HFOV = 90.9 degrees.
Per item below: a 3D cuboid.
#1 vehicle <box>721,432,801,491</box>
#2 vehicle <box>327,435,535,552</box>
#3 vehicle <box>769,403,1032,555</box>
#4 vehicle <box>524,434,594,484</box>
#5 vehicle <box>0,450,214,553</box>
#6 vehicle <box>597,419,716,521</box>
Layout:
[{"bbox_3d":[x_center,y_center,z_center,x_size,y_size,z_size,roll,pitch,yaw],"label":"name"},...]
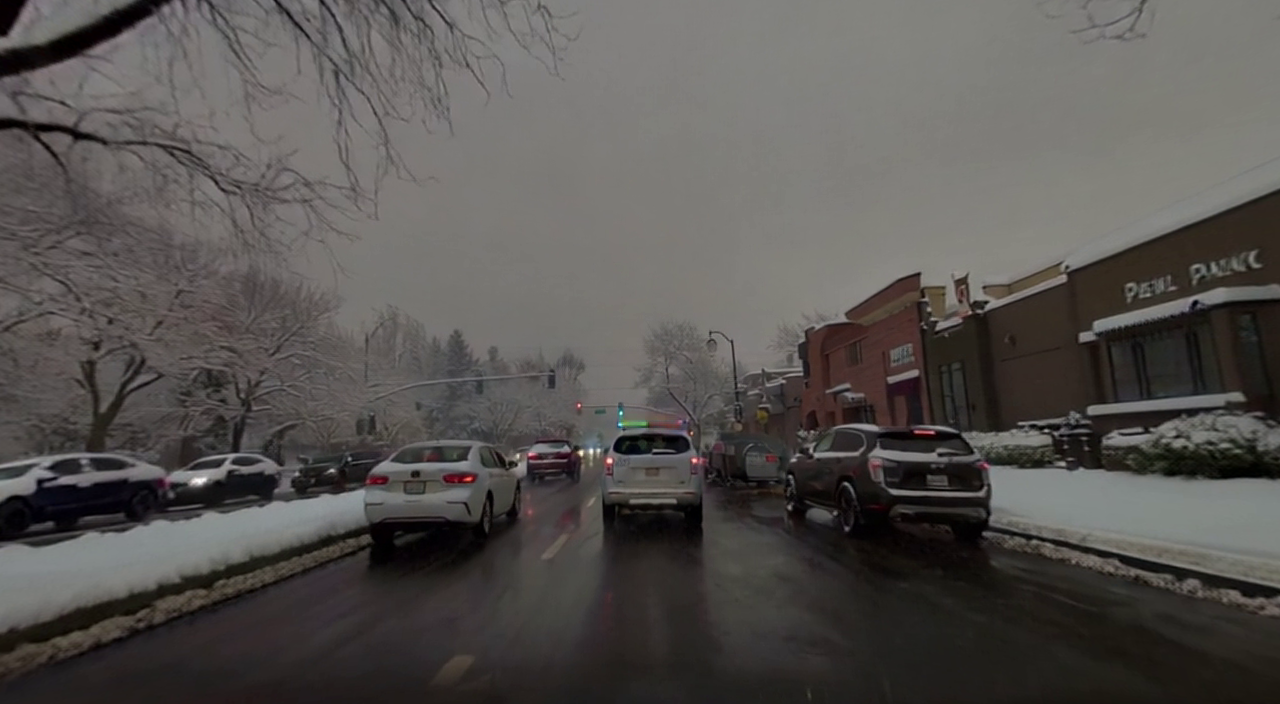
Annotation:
[{"bbox_3d":[4.057,3.739,21.908,2.025,1.813,4.372,0,-8,2],"label":"vehicle"},{"bbox_3d":[-3.037,2.129,10.250,1.908,1.474,4.257,0,-8,0],"label":"vehicle"},{"bbox_3d":[3.988,2.070,11.100,2.038,1.865,5.786,3,-9,-2],"label":"vehicle"},{"bbox_3d":[-3.085,4.201,25.024,2.135,1.806,4.514,0,-8,1],"label":"vehicle"},{"bbox_3d":[-10.639,2.606,11.770,2.041,1.500,4.684,0,-8,0],"label":"vehicle"},{"bbox_3d":[0.290,2.354,13.061,2.075,1.770,4.018,0,-8,0],"label":"vehicle"}]
